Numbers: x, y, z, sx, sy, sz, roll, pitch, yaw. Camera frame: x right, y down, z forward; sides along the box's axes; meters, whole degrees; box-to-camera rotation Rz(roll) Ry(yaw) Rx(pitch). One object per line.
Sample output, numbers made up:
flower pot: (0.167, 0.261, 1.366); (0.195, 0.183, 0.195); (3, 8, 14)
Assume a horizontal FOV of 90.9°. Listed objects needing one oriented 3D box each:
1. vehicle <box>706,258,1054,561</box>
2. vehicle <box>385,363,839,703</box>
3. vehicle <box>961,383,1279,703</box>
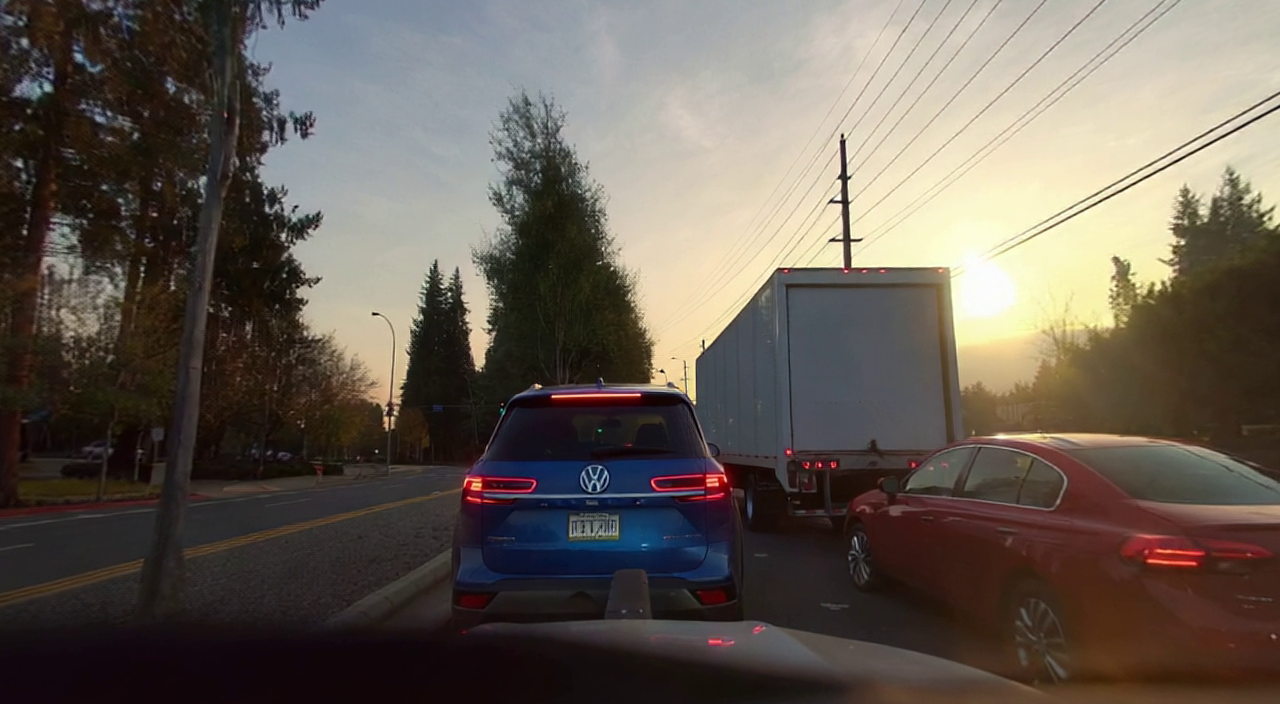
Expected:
vehicle: (3.229, 1.254, 11.817); (2.915, 3.559, 8.848); (0, -8, 0)
vehicle: (-0.127, 1.224, 5.135); (2.114, 1.732, 4.230); (0, -8, 0)
vehicle: (2.831, 0.743, 1.192); (1.971, 1.484, 4.728); (0, -8, 0)
